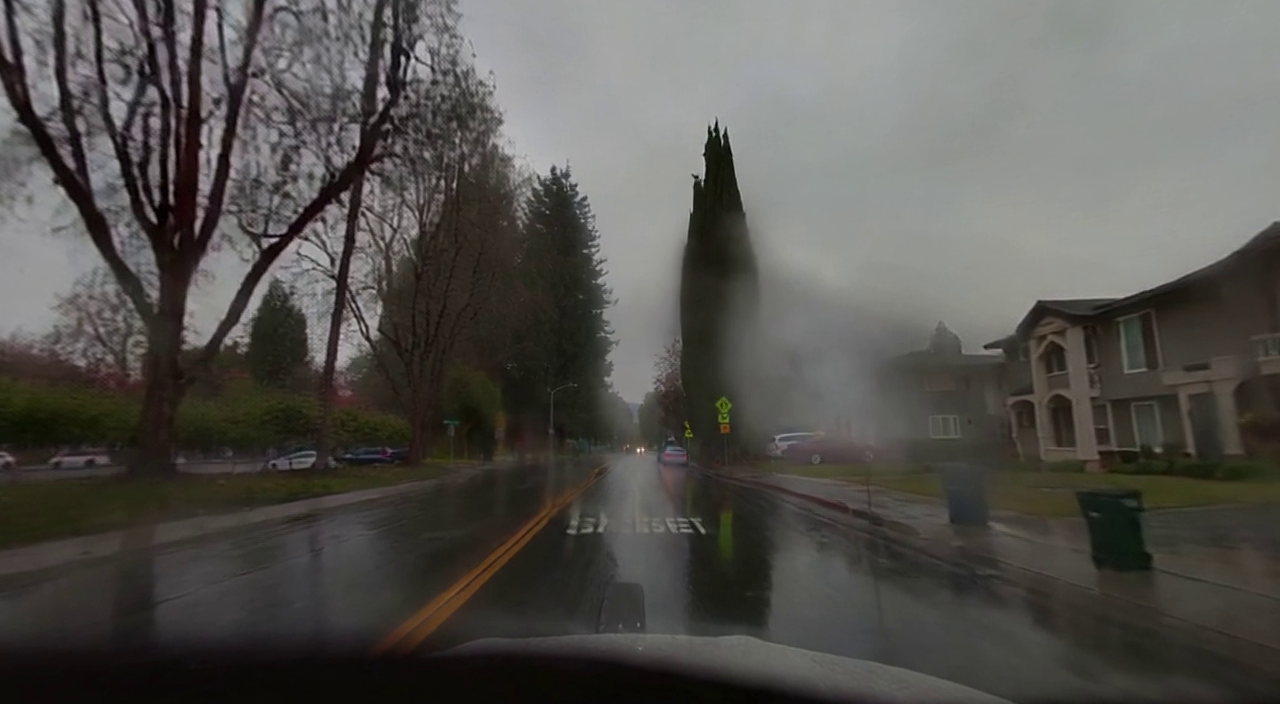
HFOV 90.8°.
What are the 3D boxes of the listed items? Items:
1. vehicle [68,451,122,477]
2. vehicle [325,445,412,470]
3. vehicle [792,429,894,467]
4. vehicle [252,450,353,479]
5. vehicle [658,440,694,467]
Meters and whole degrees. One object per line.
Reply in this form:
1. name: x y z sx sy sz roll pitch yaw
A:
1. vehicle: -36.545 7.476 42.345 4.177 1.621 1.965 -7 -11 40
2. vehicle: -19.963 7.736 46.648 2.059 1.746 5.388 -8 -12 42
3. vehicle: 10.917 5.192 34.172 4.750 1.658 1.902 -4 -9 0
4. vehicle: -19.326 6.404 36.324 4.691 1.483 1.955 8 -12 -44
5. vehicle: 2.677 7.685 48.105 2.221 1.892 5.555 0 -9 -2
